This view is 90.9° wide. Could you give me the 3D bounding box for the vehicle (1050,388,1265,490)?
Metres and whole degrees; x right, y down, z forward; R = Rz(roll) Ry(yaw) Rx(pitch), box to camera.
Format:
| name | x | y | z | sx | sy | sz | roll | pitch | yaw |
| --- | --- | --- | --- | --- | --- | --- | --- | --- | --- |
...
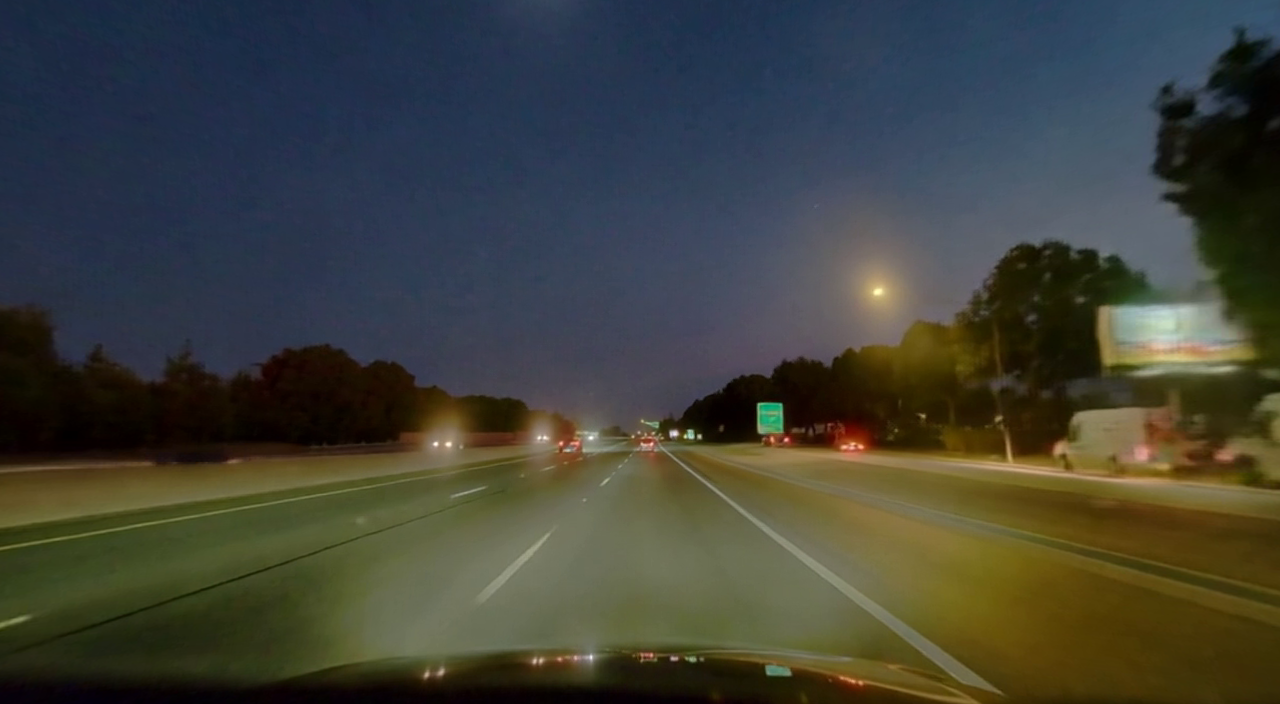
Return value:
| name | x | y | z | sx | sy | sz | roll | pitch | yaw |
| --- | --- | --- | --- | --- | --- | --- | --- | --- | --- |
| vehicle | 18.969 | 3.279 | 23.723 | 3.411 | 3.351 | 5.369 | 0 | -8 | 1 |
